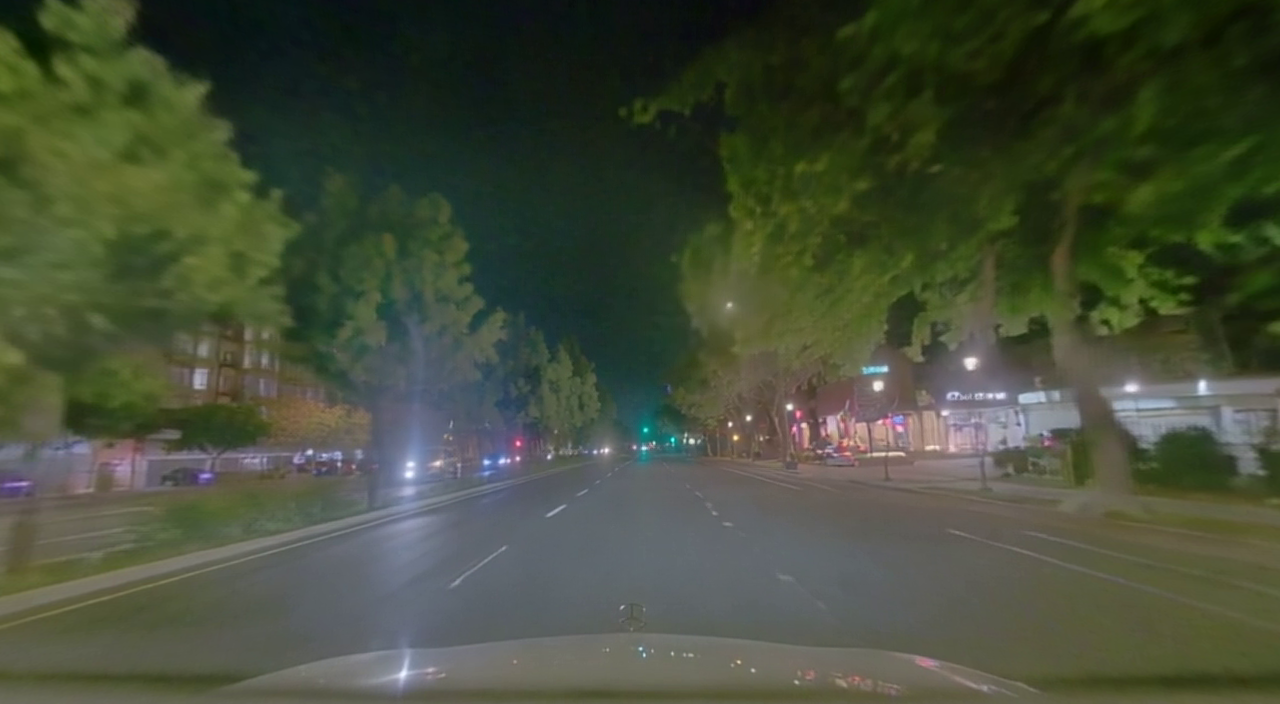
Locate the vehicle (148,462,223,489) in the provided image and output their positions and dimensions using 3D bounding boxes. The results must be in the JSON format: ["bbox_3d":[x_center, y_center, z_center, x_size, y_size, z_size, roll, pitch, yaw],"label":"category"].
[{"bbox_3d":[-30.884,8.363,43.004,1.903,1.517,4.497,-3,-8,-3],"label":"vehicle"}]

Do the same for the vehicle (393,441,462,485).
[{"bbox_3d":[-9.736,5.090,29.190,2.012,1.756,4.268,-2,-8,-4],"label":"vehicle"}]

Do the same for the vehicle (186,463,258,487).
[{"bbox_3d":[-28.486,8.361,43.138,1.865,1.391,4.516,0,-8,0],"label":"vehicle"}]
